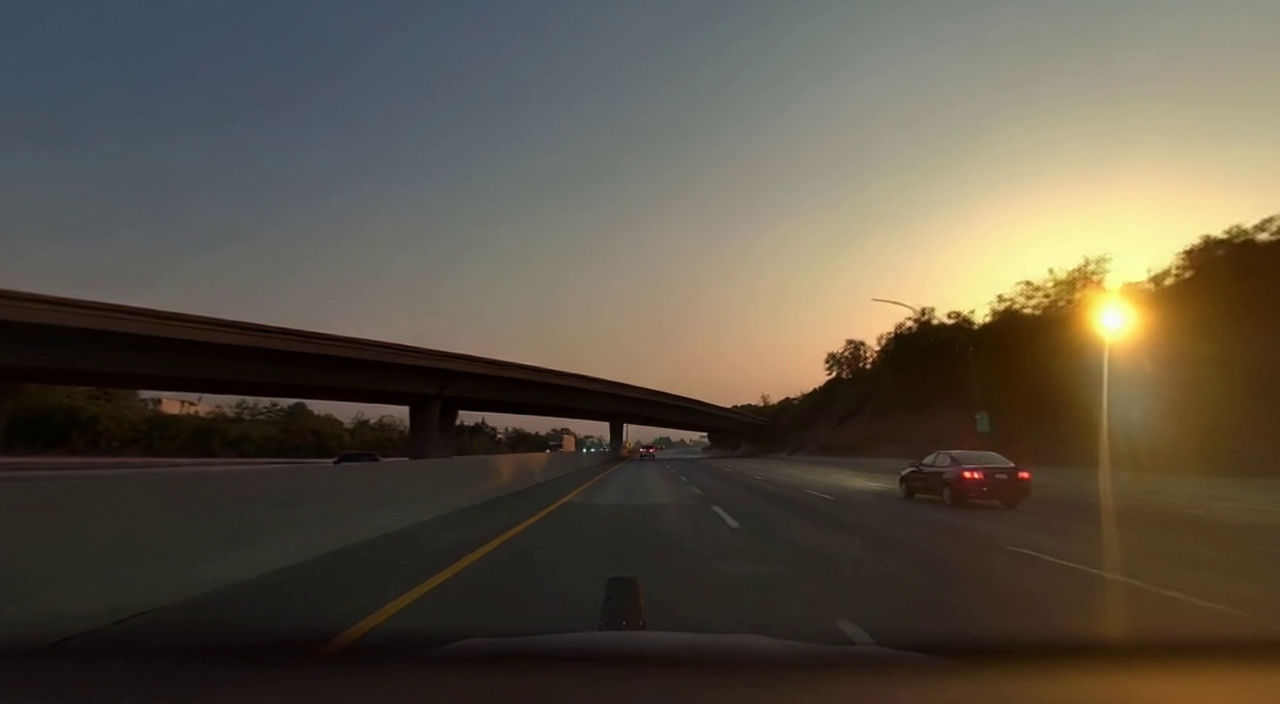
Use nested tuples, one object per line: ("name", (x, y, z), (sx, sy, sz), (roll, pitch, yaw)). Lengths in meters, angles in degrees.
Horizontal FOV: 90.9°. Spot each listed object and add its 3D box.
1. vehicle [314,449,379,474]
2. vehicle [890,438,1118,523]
("vehicle", (-18.752, 6.998, 40.535), (1.892, 1.493, 4.485), (-1, -8, 2))
("vehicle", (7.670, 2.717, 14.051), (2.093, 1.525, 4.865), (0, -8, -1))
